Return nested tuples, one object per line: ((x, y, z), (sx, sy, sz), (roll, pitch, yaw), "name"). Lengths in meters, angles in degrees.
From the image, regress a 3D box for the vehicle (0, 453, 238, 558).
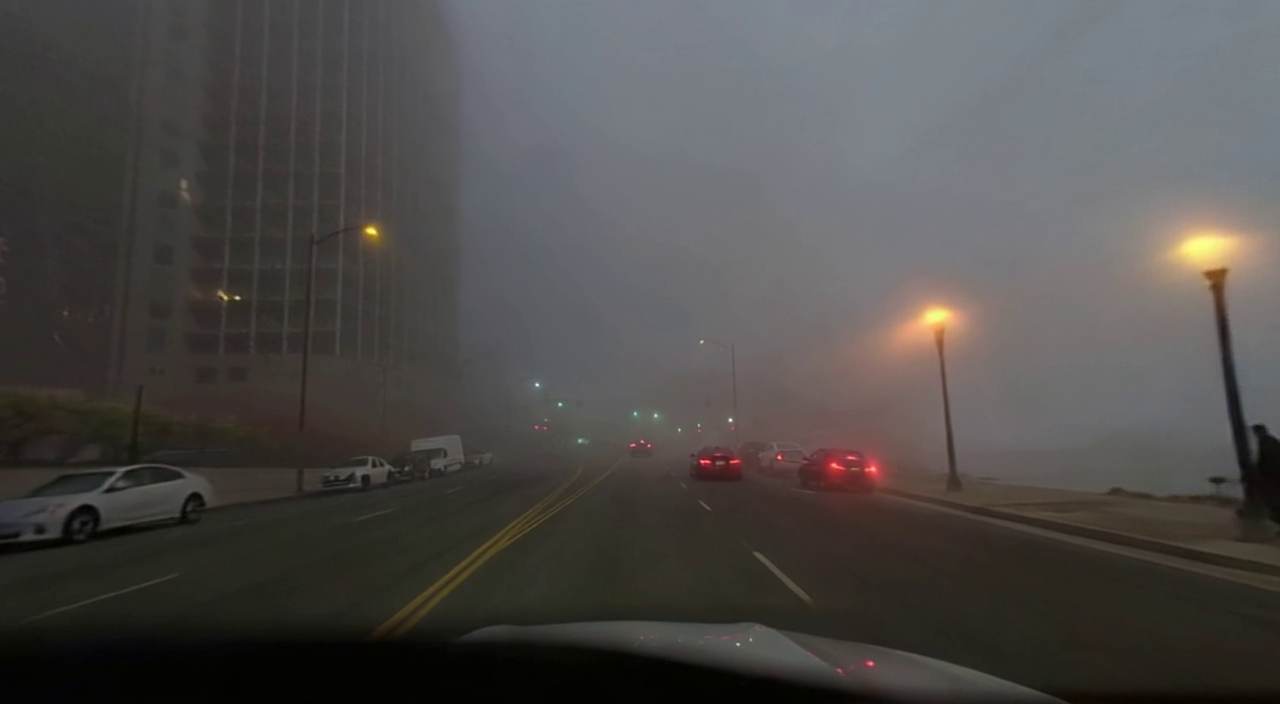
((-9.685, 2.596, 11.458), (1.821, 1.448, 4.591), (0, -8, -1), "vehicle")

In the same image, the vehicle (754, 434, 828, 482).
((6.256, 4.434, 26.700), (1.886, 1.792, 4.525), (0, -9, -1), "vehicle")

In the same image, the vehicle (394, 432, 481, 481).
((-10.060, 5.326, 31.975), (2.294, 1.948, 6.025), (-6, -10, 0), "vehicle")

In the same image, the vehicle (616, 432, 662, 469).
((-0.054, 5.224, 33.583), (2.264, 1.798, 4.258), (0, -8, 0), "vehicle")

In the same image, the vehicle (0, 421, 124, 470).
((-20.124, 3.260, 21.975), (3.575, 1.571, 1.912), (-5, -9, 26), "vehicle")

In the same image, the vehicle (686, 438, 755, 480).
((3.031, 4.110, 24.571), (1.999, 1.487, 3.939), (0, -9, -2), "vehicle")

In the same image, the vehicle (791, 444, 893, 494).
((6.423, 3.738, 20.651), (1.819, 1.435, 4.337), (0, -8, -1), "vehicle")

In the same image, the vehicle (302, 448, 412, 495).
((-9.977, 4.207, 22.726), (1.804, 1.478, 4.734), (0, -8, 0), "vehicle")

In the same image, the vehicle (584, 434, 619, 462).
((-2.700, 6.942, 45.695), (2.180, 1.879, 4.452), (0, -8, 1), "vehicle")
